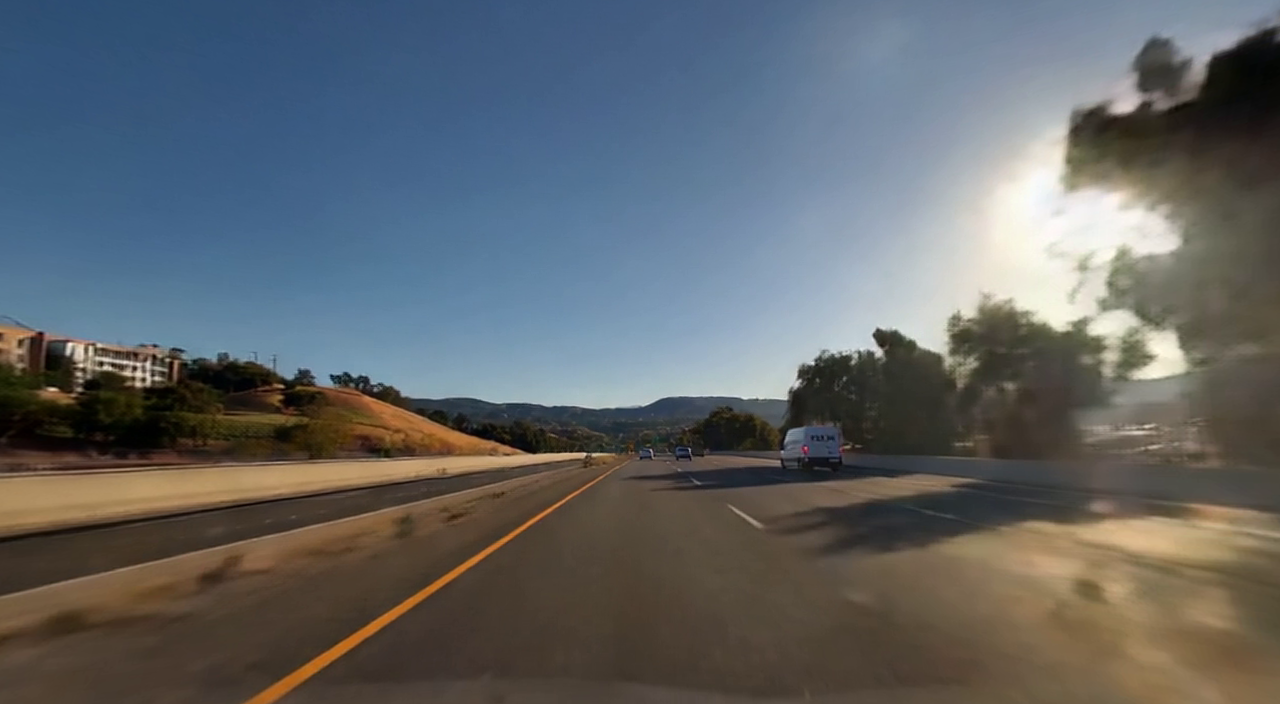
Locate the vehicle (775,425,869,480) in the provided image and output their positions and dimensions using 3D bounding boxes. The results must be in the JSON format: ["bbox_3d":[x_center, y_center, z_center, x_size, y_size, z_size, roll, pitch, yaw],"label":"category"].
[{"bbox_3d":[7.497,4.233,26.694,2.275,2.059,5.543,0,-8,-1],"label":"vehicle"}]
